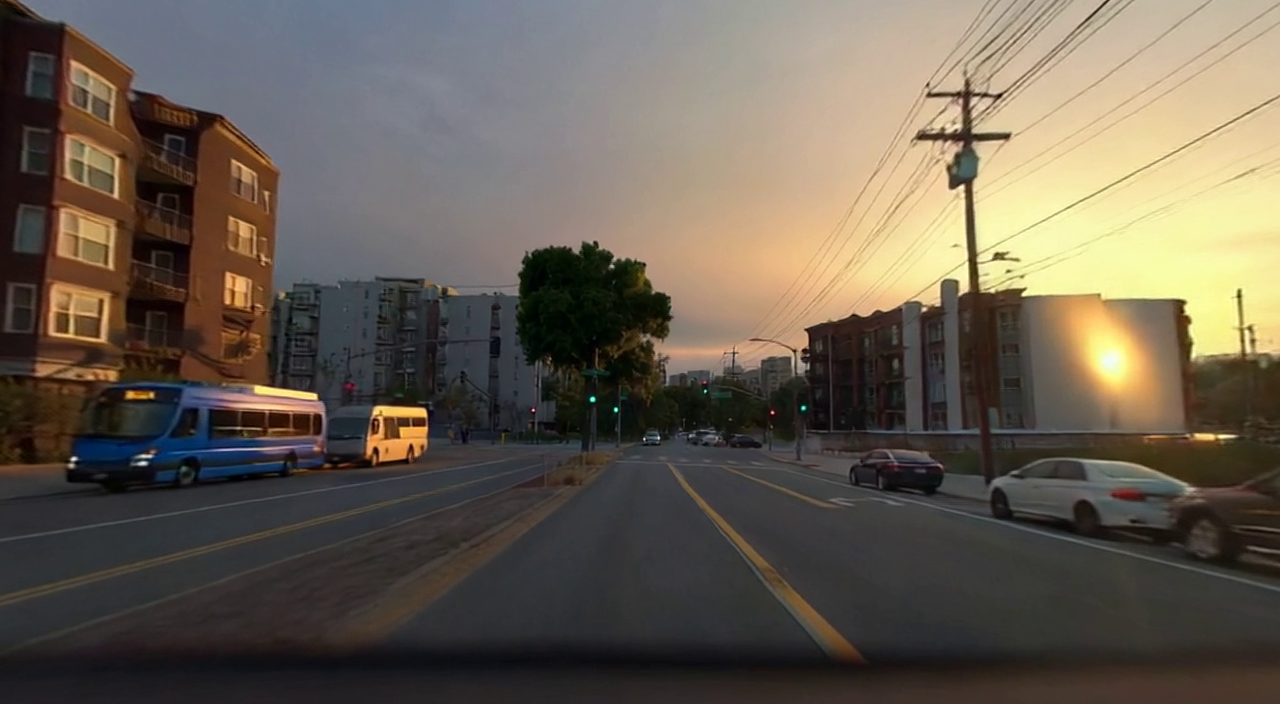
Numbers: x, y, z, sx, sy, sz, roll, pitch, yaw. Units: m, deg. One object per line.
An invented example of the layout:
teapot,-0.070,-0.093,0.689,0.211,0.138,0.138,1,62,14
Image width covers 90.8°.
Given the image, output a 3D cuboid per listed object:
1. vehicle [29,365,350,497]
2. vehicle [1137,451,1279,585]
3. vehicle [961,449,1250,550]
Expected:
vehicle,-13.653,2.703,20.961,3.060,3.307,9.997,0,-8,1
vehicle,8.183,1.821,6.714,1.996,1.473,4.740,0,-8,1
vehicle,8.235,2.582,11.880,1.914,1.473,4.507,0,-8,-1
